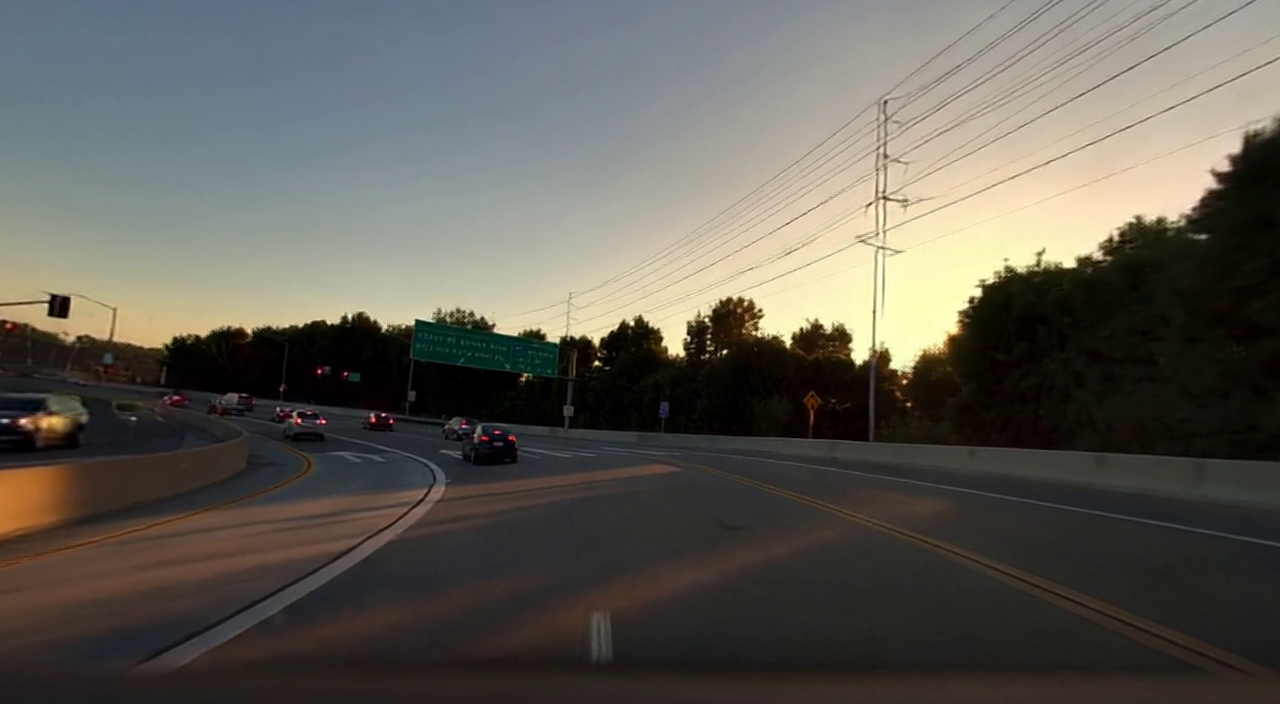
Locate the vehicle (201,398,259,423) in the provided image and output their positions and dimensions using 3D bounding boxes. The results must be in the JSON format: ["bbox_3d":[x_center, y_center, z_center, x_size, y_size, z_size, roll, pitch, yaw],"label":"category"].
[{"bbox_3d":[-31.038,4.465,47.717,4.285,1.747,2.076,-6,-10,35],"label":"vehicle"}]

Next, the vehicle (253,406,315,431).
[{"bbox_3d":[-24.144,4.527,42.690,4.623,1.501,2.033,-7,-11,40],"label":"vehicle"}]

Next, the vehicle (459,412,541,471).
[{"bbox_3d":[-4.743,2.960,20.892,2.140,1.724,4.304,3,-9,-18],"label":"vehicle"}]
